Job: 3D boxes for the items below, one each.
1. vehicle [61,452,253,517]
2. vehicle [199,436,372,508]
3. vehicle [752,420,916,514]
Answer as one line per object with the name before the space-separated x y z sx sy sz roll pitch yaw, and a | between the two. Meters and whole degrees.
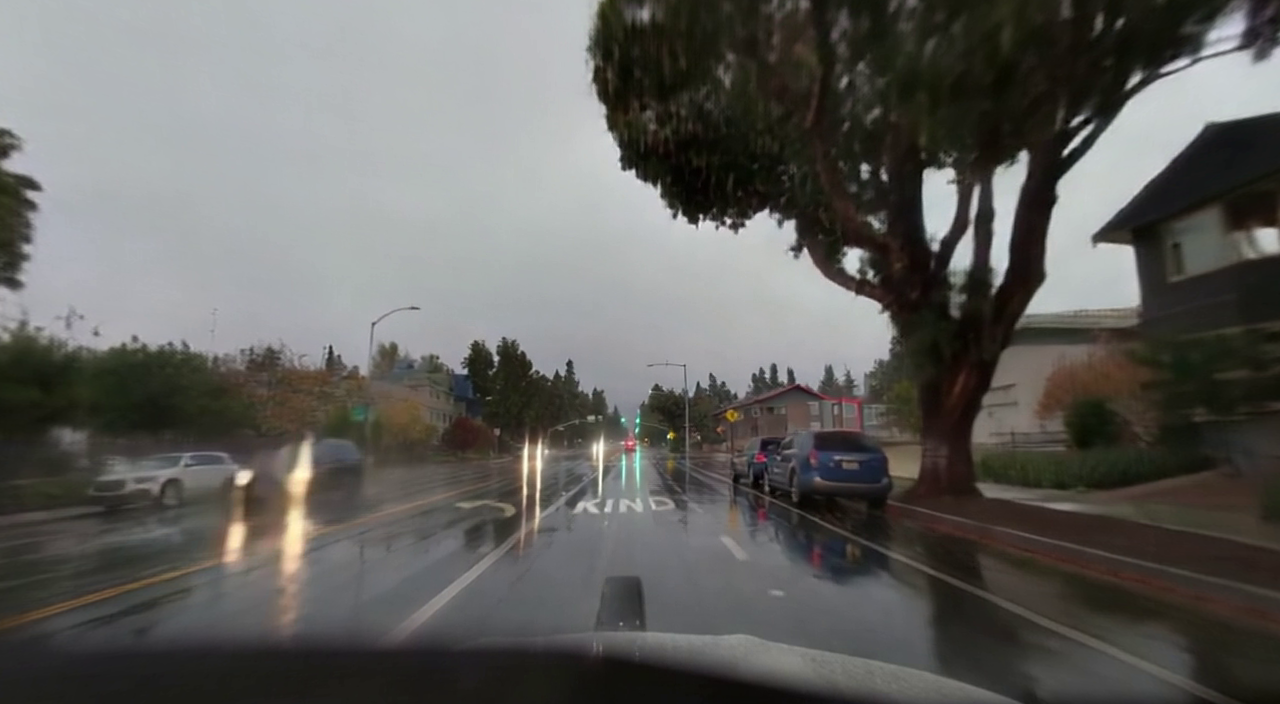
vehicle | -14.046 3.839 18.850 1.983 1.608 4.699 0 -8 0
vehicle | -9.681 3.282 17.834 2.252 1.737 4.544 0 -8 0
vehicle | 4.075 2.515 14.352 2.220 1.752 4.782 0 -8 0
